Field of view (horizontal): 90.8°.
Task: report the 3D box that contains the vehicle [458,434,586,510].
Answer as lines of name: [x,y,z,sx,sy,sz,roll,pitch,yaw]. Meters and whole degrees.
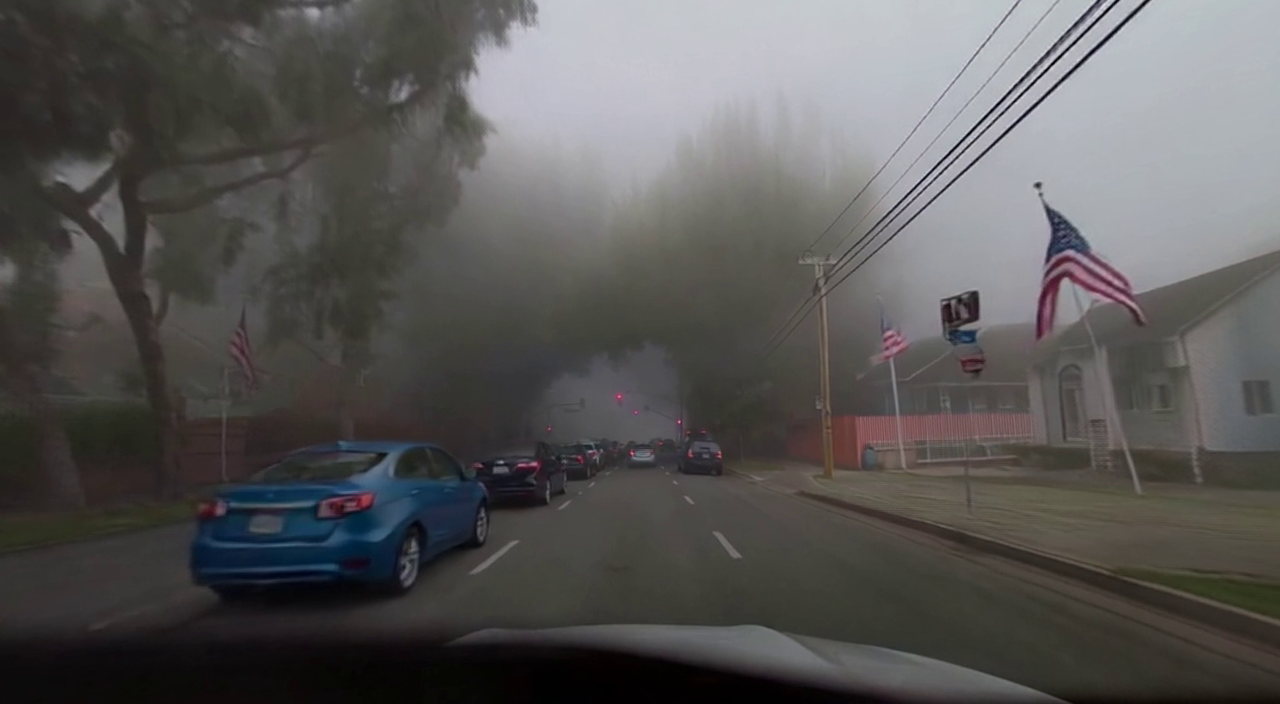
vehicle: [-2.540,2.735,14.855,2.081,1.488,4.566,0,-9,1]

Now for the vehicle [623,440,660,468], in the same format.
vehicle: [0.069,5.575,34.595,1.927,1.453,3.848,0,-9,0]

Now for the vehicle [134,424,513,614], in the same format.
vehicle: [-2.954,1.656,7.241,1.970,1.477,4.380,-1,-9,2]

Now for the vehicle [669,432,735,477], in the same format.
vehicle: [2.511,4.318,26.773,2.258,1.682,4.635,0,-9,-1]
